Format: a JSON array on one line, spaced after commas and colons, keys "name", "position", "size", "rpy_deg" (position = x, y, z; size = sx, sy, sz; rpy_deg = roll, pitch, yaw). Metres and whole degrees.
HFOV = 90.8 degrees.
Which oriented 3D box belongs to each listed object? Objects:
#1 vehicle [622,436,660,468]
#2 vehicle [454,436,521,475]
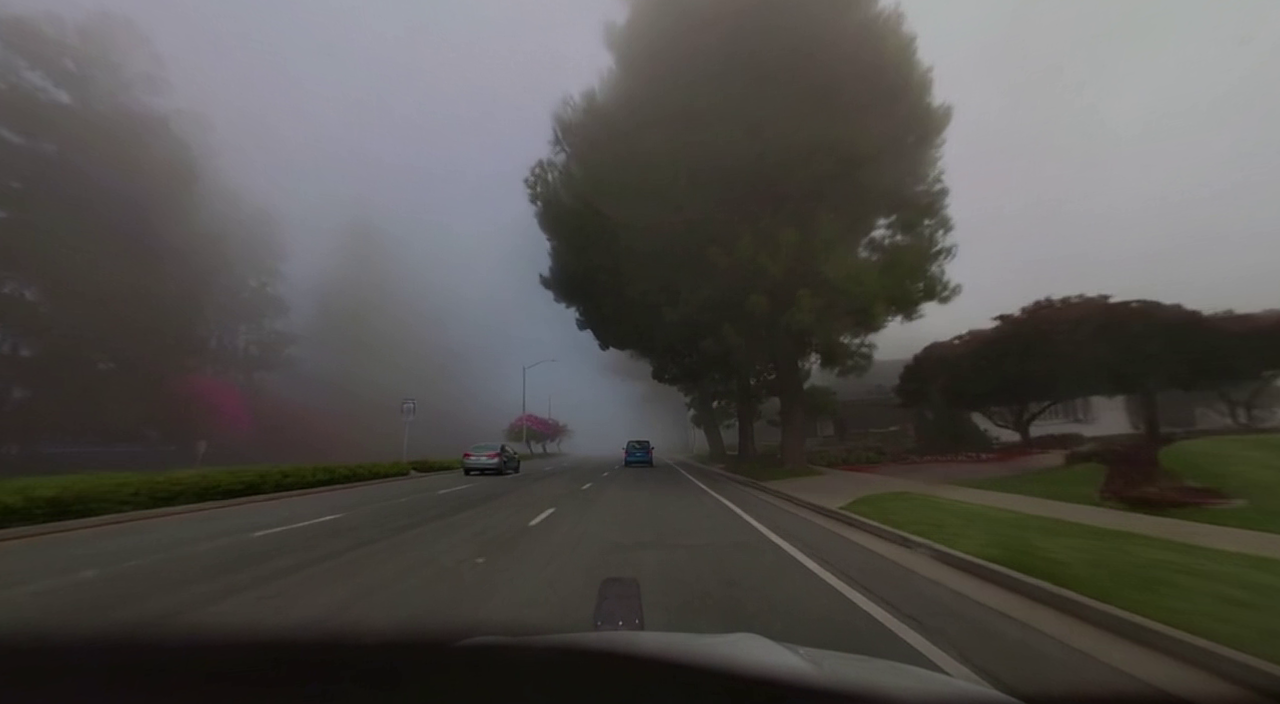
[{"name": "vehicle", "position": [0.053, 5.803, 36.817], "size": [2.070, 1.764, 4.552], "rpy_deg": [0, -8, 1]}, {"name": "vehicle", "position": [-7.051, 4.841, 29.745], "size": [1.993, 1.657, 4.487], "rpy_deg": [0, -8, 1]}]
